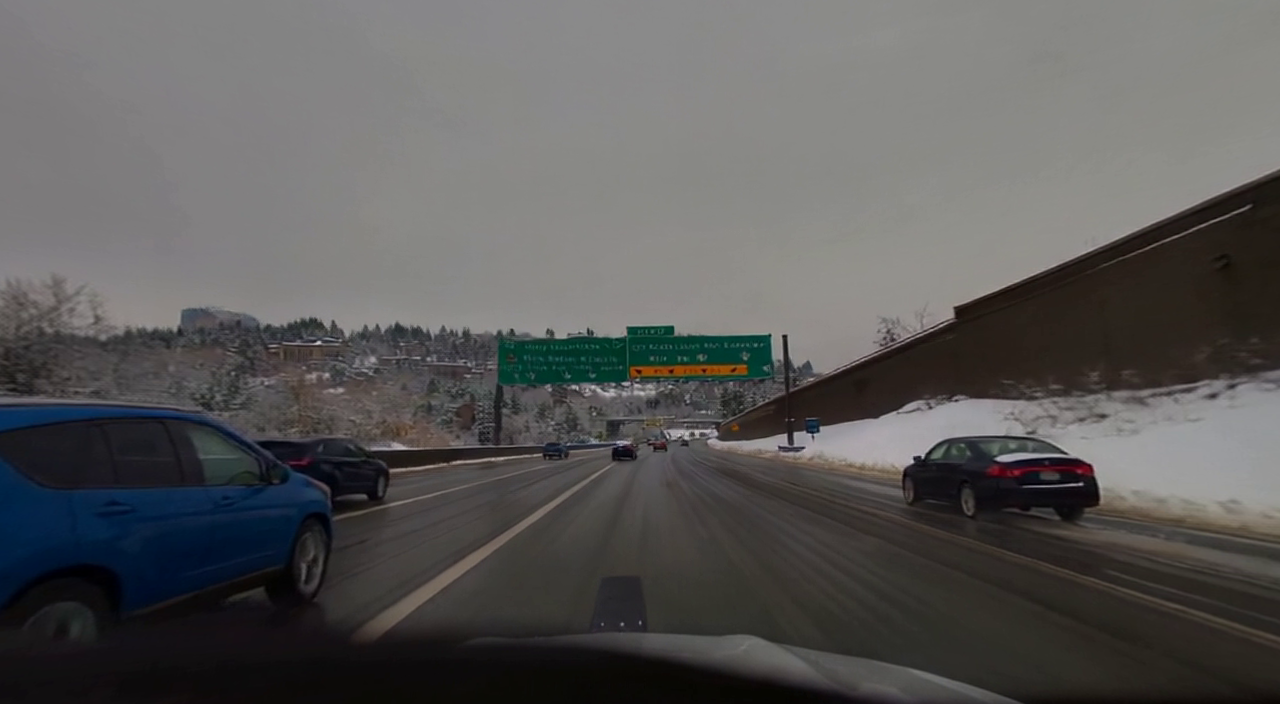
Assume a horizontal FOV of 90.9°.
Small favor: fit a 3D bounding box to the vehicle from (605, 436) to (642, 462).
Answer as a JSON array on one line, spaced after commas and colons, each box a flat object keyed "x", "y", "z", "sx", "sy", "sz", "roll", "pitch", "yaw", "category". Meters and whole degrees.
[{"x": -1.148, "y": 7.273, "z": 47.476, "sx": 2.172, "sy": 1.824, "sz": 5.031, "roll": -1, "pitch": -8, "yaw": 6, "category": "vehicle"}]

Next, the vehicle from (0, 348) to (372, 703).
[{"x": -3.964, "y": 1.028, "z": 3.981, "sx": 2.210, "sy": 1.730, "sz": 5.133, "roll": -1, "pitch": -8, "yaw": 1, "category": "vehicle"}]

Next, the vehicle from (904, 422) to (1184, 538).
[{"x": 6.776, "y": 2.175, "z": 11.397, "sx": 2.122, "sy": 1.646, "sz": 4.491, "roll": -1, "pitch": -8, "yaw": 1, "category": "vehicle"}]
